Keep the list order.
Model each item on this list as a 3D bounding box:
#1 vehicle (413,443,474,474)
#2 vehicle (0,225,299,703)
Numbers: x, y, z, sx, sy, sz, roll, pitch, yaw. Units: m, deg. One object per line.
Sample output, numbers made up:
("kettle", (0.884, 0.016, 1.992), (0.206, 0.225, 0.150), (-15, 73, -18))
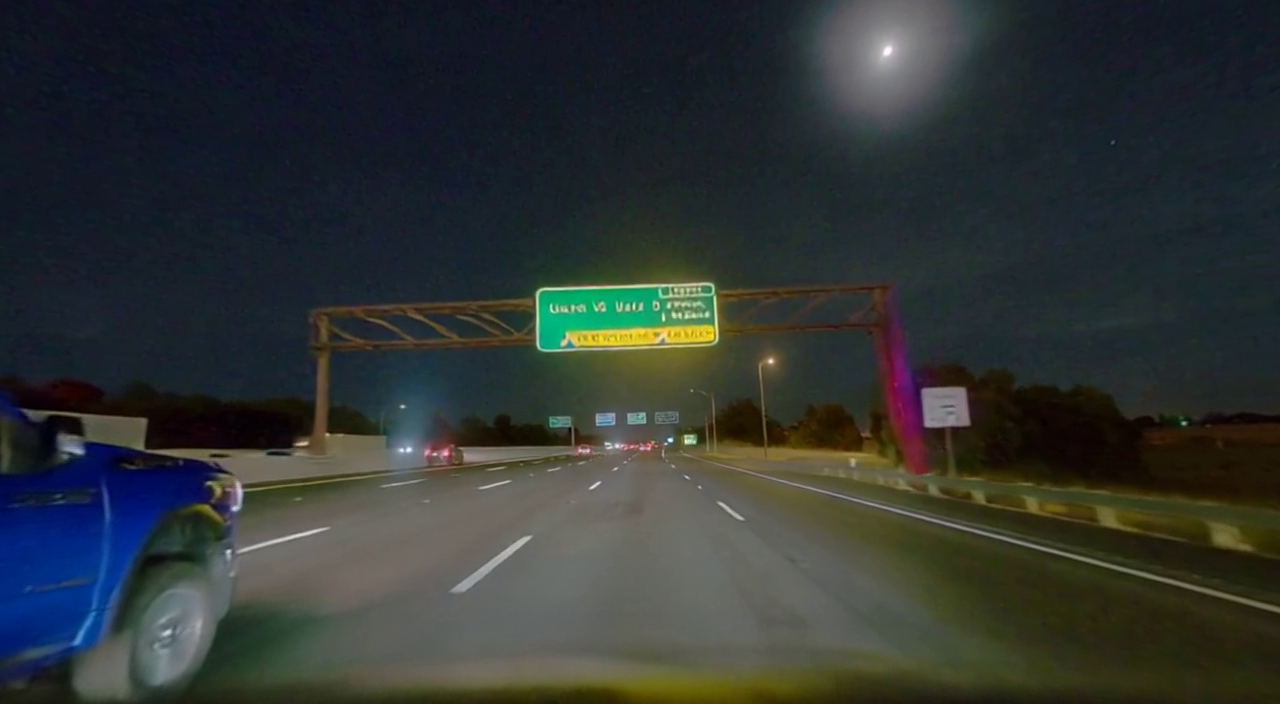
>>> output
("vehicle", (-10.858, 5.888, 35.157), (1.957, 1.565, 4.311), (0, -8, 1))
("vehicle", (-3.669, 0.421, 1.183), (2.601, 2.084, 6.068), (0, -8, 1))
